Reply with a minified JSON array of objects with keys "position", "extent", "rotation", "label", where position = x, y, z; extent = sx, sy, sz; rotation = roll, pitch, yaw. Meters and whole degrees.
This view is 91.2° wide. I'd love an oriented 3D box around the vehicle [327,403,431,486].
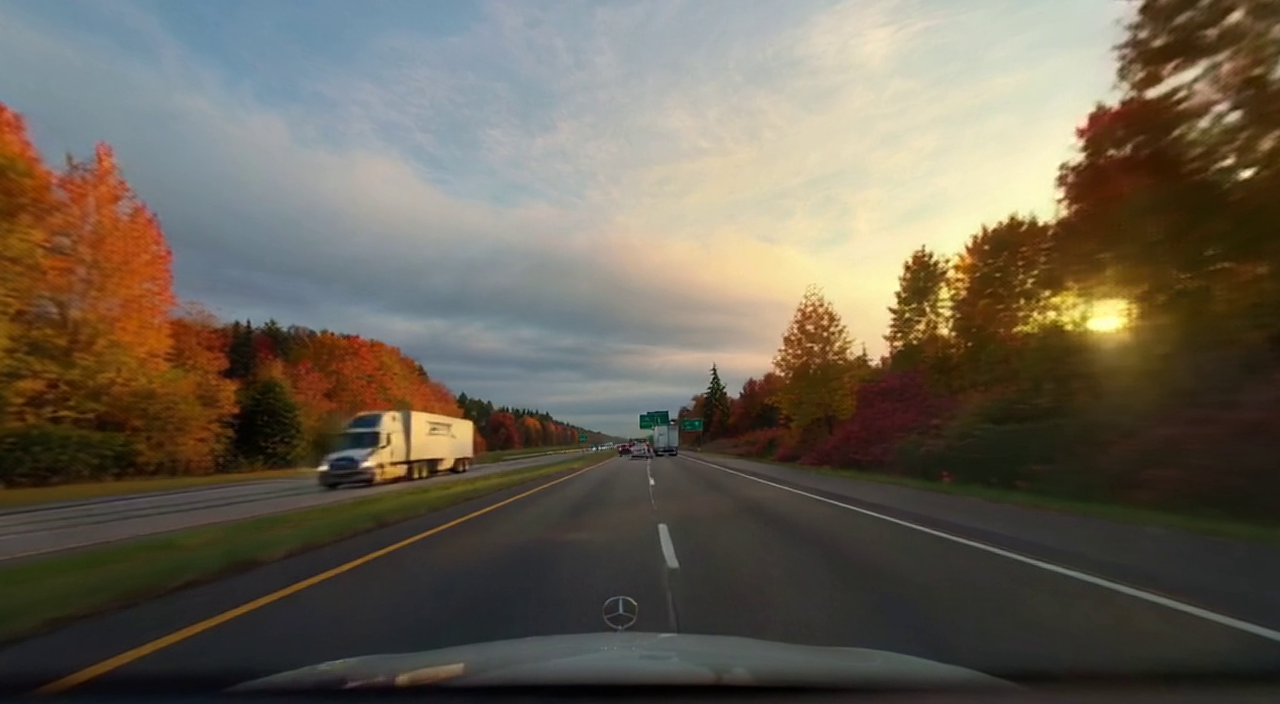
[{"position":[-14.119,5.105,34.570],"extent":[3.027,4.079,6.174],"rotation":[0,-9,0],"label":"vehicle"}]
